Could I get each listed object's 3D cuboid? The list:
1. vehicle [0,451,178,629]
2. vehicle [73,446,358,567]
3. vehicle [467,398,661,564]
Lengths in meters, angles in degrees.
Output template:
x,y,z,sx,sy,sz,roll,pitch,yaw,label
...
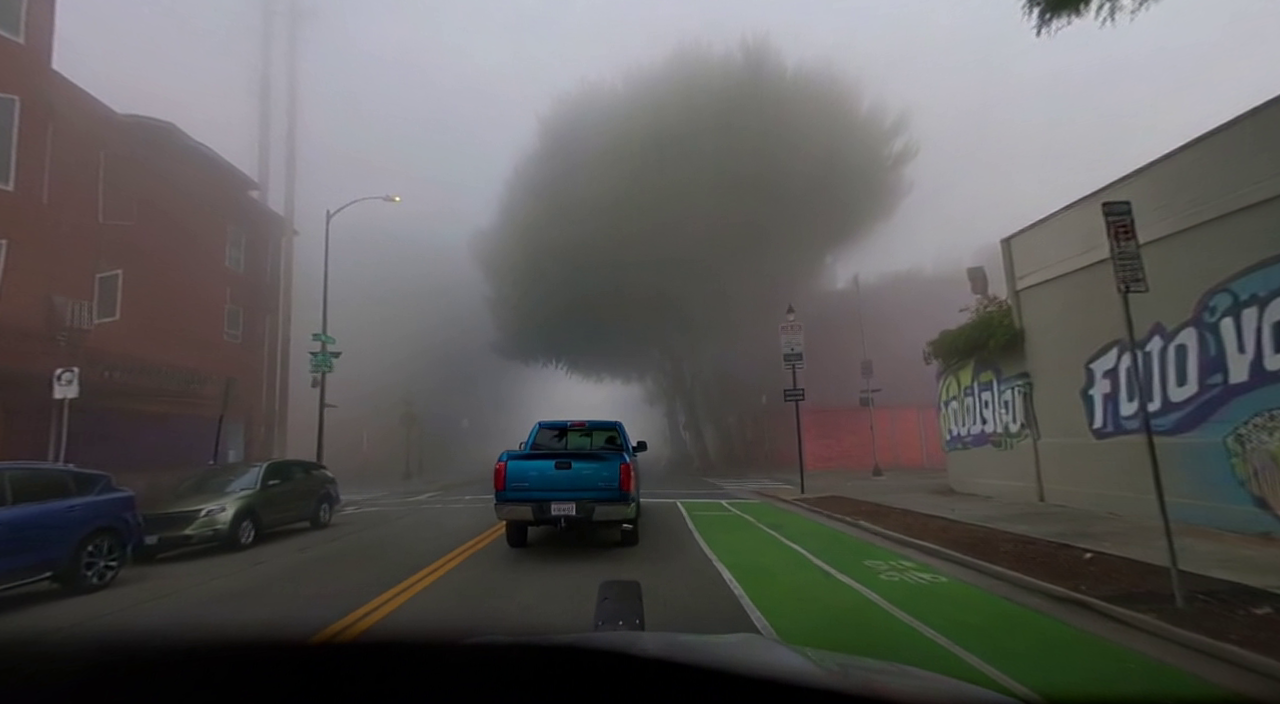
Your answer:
x,y,z,sx,sy,sz,roll,pitch,yaw,label
-7.178,1.884,6.308,1.882,1.686,4.489,-1,-8,-3,vehicle
-7.440,2.669,11.948,1.884,1.730,5.076,0,-8,0,vehicle
-0.863,1.820,9.645,2.215,1.882,4.611,0,-8,0,vehicle
